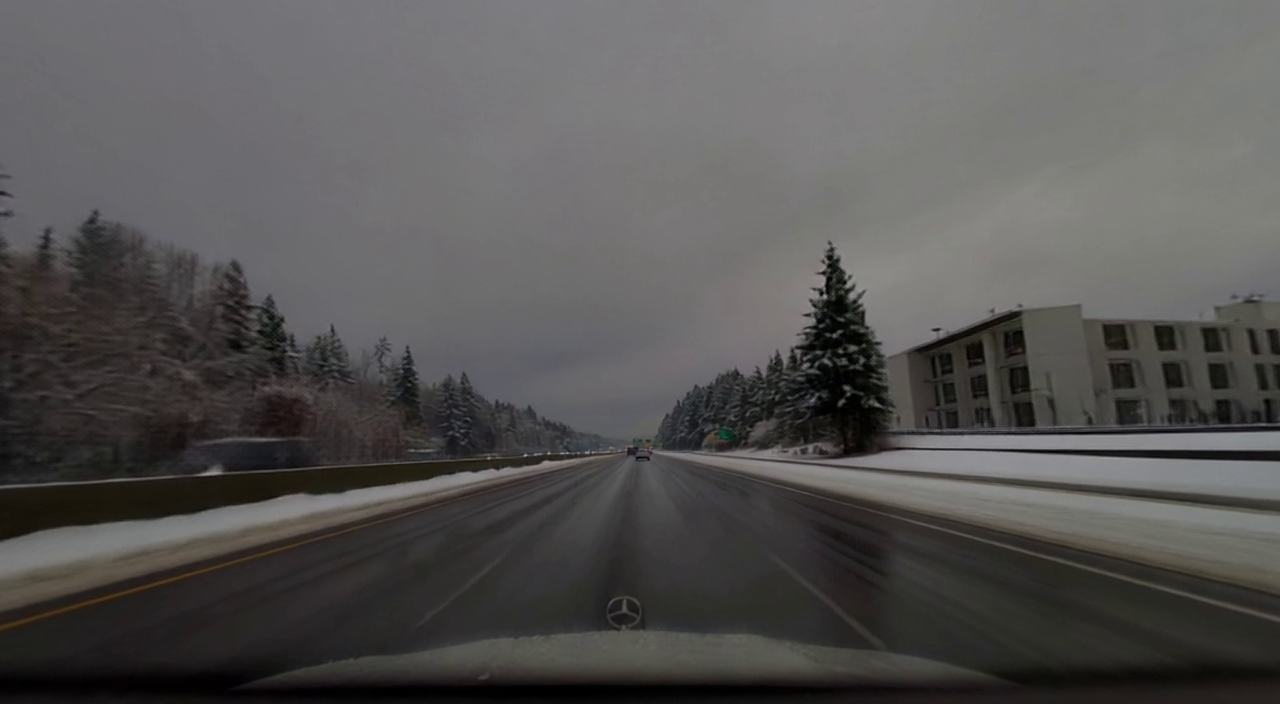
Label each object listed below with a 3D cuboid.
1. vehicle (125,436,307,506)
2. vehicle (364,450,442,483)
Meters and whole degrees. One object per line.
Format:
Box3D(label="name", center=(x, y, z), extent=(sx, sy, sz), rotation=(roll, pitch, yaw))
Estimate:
Box3D(label="vehicle", center=(-12.109, 3.413, 18.522), extent=(2.007, 1.756, 4.699), rotation=(0, -9, 1))
Box3D(label="vehicle", center=(-11.377, 5.527, 30.683), extent=(1.974, 1.445, 4.605), rotation=(0, -9, 0))
